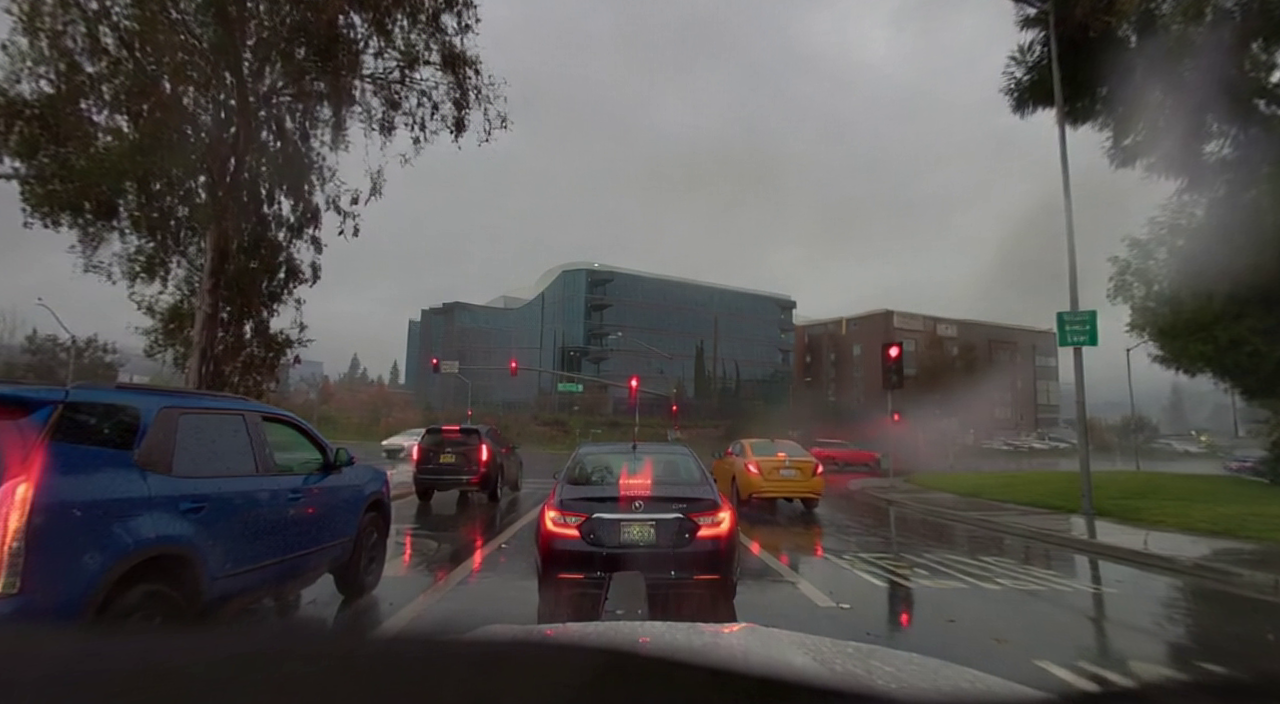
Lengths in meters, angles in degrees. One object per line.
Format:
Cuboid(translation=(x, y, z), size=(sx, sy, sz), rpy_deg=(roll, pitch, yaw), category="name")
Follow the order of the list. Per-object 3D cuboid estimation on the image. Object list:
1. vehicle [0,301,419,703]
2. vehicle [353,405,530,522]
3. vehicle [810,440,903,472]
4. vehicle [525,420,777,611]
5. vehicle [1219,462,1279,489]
Cuboid(translation=(-3.145, 1.009, 4.140), size=(1.924, 1.737, 4.387), rpy_deg=(0, -8, -2), category="vehicle")
Cuboid(translation=(-3.888, 2.317, 13.702), size=(2.305, 1.984, 5.586), rpy_deg=(0, -8, -3), category="vehicle")
Cuboid(translation=(13.289, 6.413, 39.041), size=(4.874, 1.854, 2.230), rpy_deg=(1, -9, -5), category="vehicle")
Cuboid(translation=(-0.062, 1.623, 7.297), size=(2.001, 1.483, 4.442), rpy_deg=(0, -8, -4), category="vehicle")
Cuboid(translation=(38.790, 7.525, 38.564), size=(4.737, 1.572, 2.026), rpy_deg=(-1, -8, 3), category="vehicle")
